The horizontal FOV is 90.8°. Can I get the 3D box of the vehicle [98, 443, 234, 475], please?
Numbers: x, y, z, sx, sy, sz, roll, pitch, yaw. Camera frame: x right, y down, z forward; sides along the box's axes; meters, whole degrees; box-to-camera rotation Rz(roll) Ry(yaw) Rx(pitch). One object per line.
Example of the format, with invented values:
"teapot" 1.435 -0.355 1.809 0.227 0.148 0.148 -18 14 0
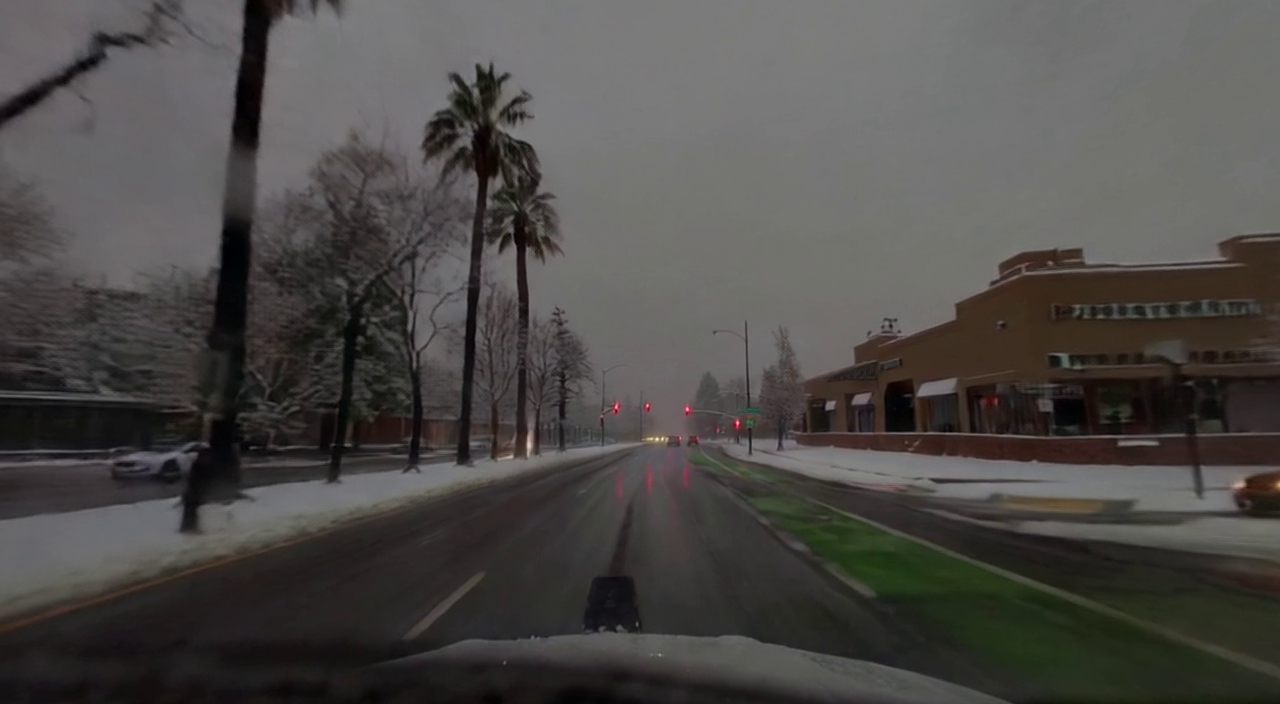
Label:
"vehicle" -24.142 5.449 32.396 5.136 1.515 1.964 2 -8 -14
